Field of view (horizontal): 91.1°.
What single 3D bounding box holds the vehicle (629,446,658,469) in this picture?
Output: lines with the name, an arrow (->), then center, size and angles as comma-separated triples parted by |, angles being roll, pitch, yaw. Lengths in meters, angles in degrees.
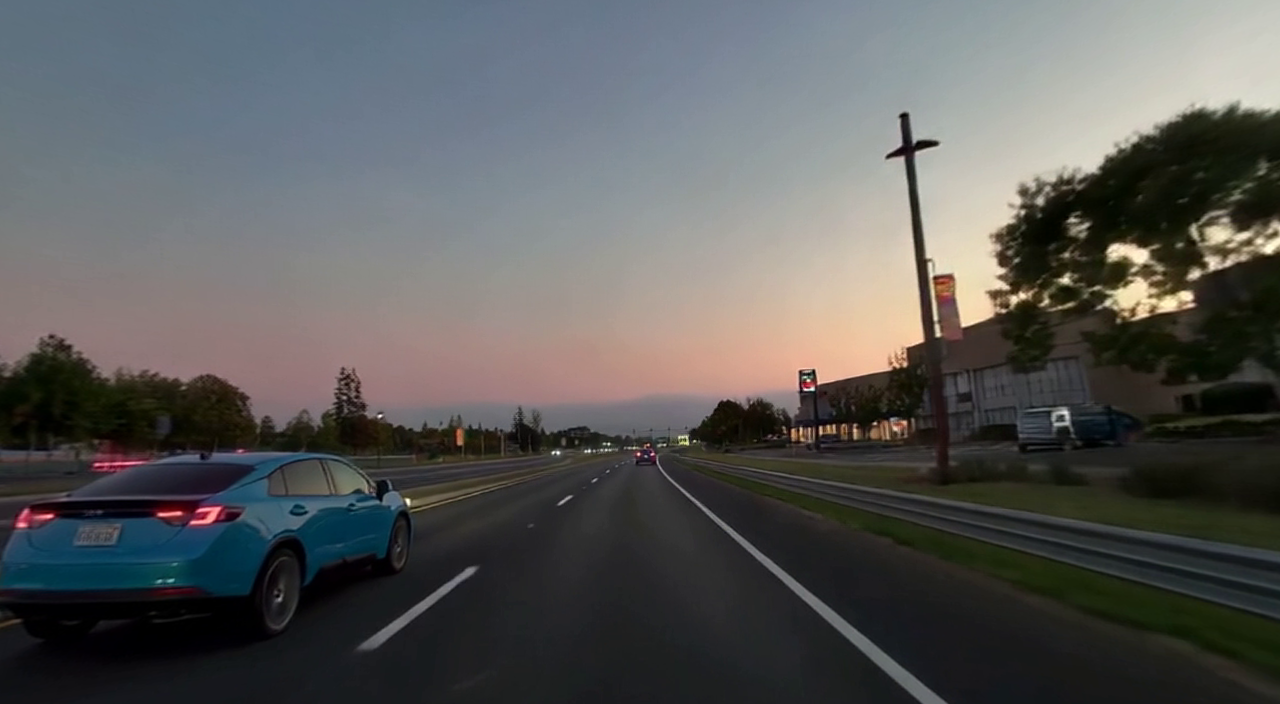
vehicle -> 0.247, 7.548, 45.082 | 2.014, 1.507, 3.960 | 0, -9, 0
